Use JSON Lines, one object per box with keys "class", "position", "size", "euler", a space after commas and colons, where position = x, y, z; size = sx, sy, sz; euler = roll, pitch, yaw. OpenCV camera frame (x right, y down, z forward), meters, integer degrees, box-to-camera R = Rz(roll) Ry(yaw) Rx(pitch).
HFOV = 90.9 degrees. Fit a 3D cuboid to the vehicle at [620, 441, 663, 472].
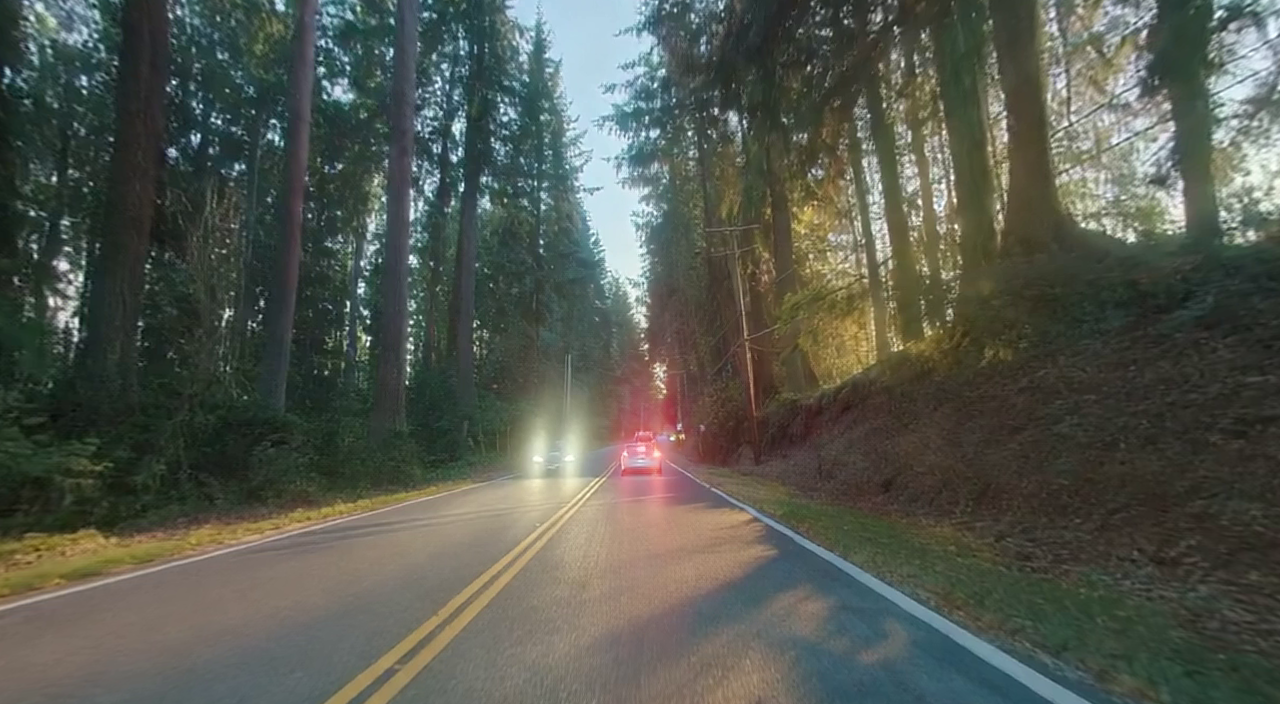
{"class": "vehicle", "position": [0.008, 5.456, 33.104], "size": [2.081, 1.503, 3.726], "euler": [0, -8, -2]}
